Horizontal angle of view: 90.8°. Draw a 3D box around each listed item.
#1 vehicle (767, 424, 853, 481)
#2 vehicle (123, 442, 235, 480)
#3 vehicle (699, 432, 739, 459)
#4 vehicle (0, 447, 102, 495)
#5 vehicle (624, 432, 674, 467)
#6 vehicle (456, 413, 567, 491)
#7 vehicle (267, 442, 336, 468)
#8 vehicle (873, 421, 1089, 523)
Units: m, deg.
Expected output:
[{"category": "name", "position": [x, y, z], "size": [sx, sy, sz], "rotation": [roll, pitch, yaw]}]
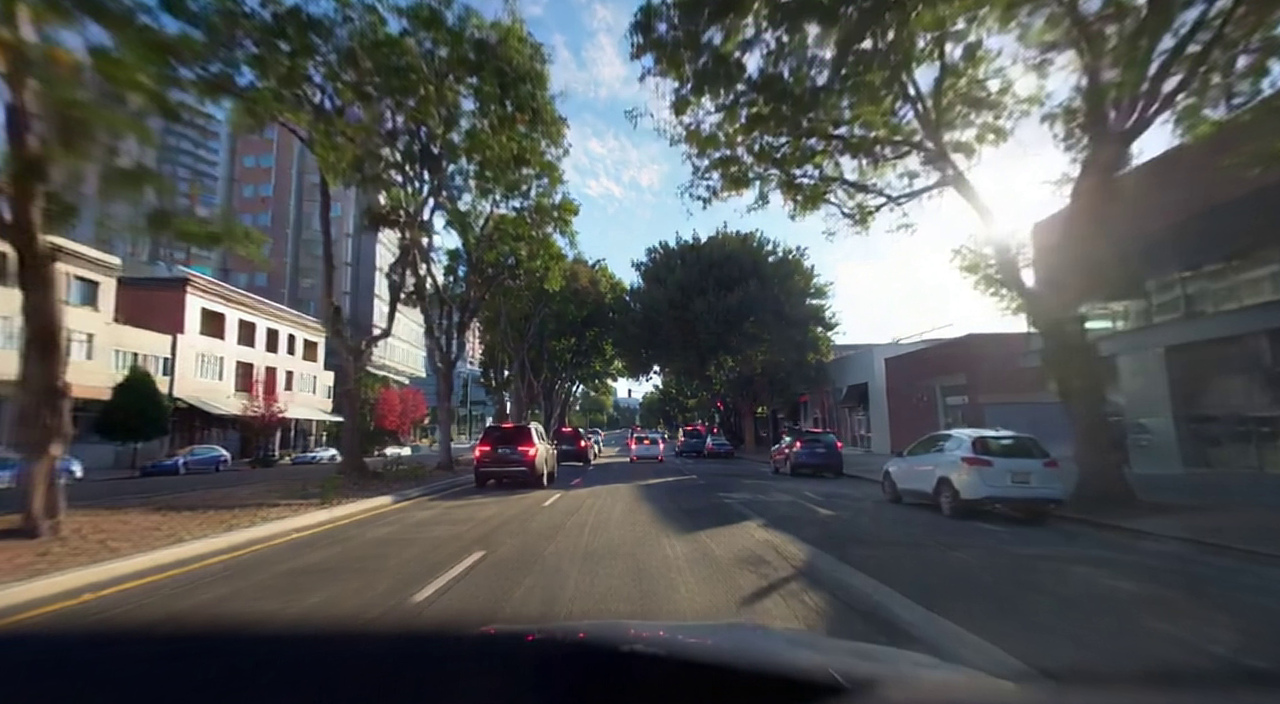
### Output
[{"category": "vehicle", "position": [6.374, 3.842, 24.320], "size": [1.997, 1.943, 4.409], "rotation": [0, -8, -1]}, {"category": "vehicle", "position": [-22.248, 5.239, 30.762], "size": [1.910, 1.632, 4.624], "rotation": [-1, -8, 0]}, {"category": "vehicle", "position": [5.966, 7.114, 48.025], "size": [2.300, 1.903, 4.579], "rotation": [0, -8, -2]}, {"category": "vehicle", "position": [-21.993, 4.102, 21.937], "size": [2.111, 1.554, 5.163], "rotation": [-1, -8, 0]}, {"category": "vehicle", "position": [0.364, 4.859, 31.596], "size": [2.201, 1.589, 3.843], "rotation": [0, -8, -3]}, {"category": "vehicle", "position": [-3.559, 2.896, 18.534], "size": [2.223, 1.957, 4.845], "rotation": [-1, -8, 0]}, {"category": "vehicle", "position": [-22.455, 6.823, 42.119], "size": [2.148, 1.607, 4.428], "rotation": [0, -8, -1]}, {"category": "vehicle", "position": [6.619, 2.355, 12.909], "size": [2.164, 1.727, 3.955], "rotation": [-1, -8, 0]}]
